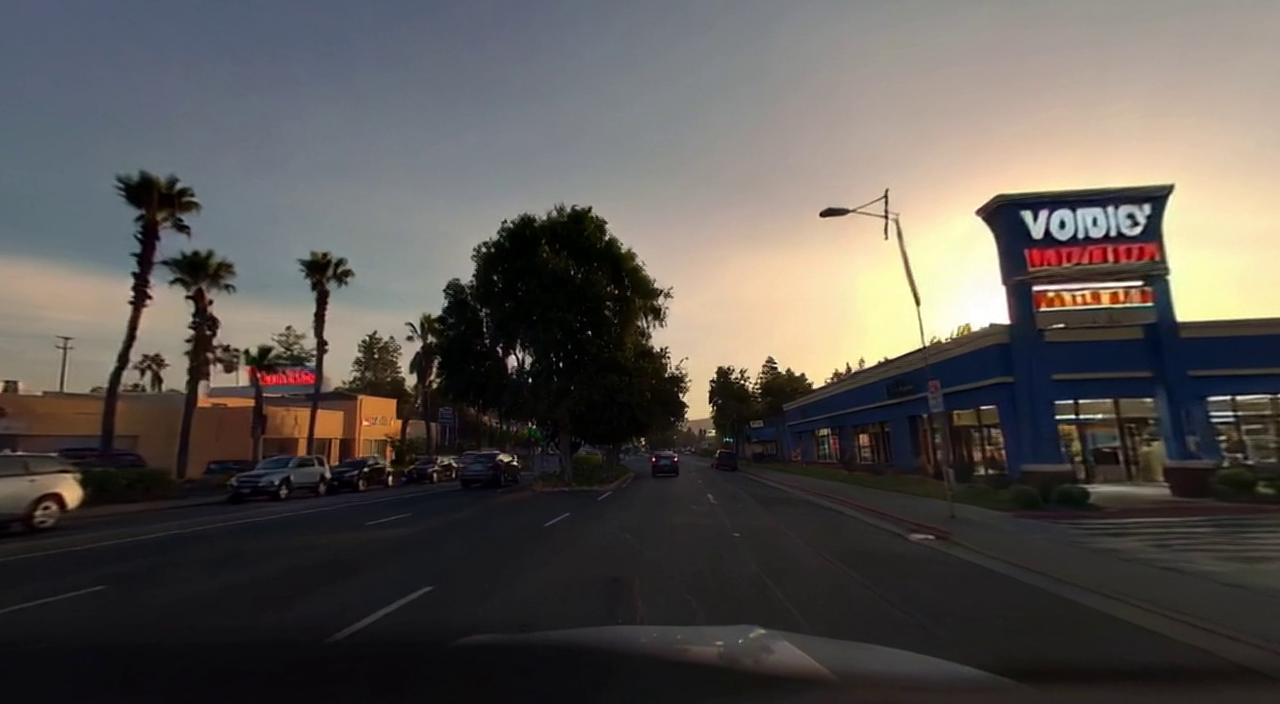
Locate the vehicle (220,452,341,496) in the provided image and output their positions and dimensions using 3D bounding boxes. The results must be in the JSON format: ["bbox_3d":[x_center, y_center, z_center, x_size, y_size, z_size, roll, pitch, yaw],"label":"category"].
[{"bbox_3d":[-14.132,4.790,25.133,1.874,1.488,4.612,0,-8,4],"label":"vehicle"}]

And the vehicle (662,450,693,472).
[{"bbox_3d":[2.771,8.043,46.756,2.139,1.461,4.918,0,-8,3],"label":"vehicle"}]

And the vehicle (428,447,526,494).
[{"bbox_3d":[-5.751,4.228,22.885,2.090,1.520,4.452,0,-9,4],"label":"vehicle"}]

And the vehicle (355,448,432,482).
[{"bbox_3d":[-13.780,6.317,35.551,2.034,1.696,4.809,-1,-9,5],"label":"vehicle"}]
